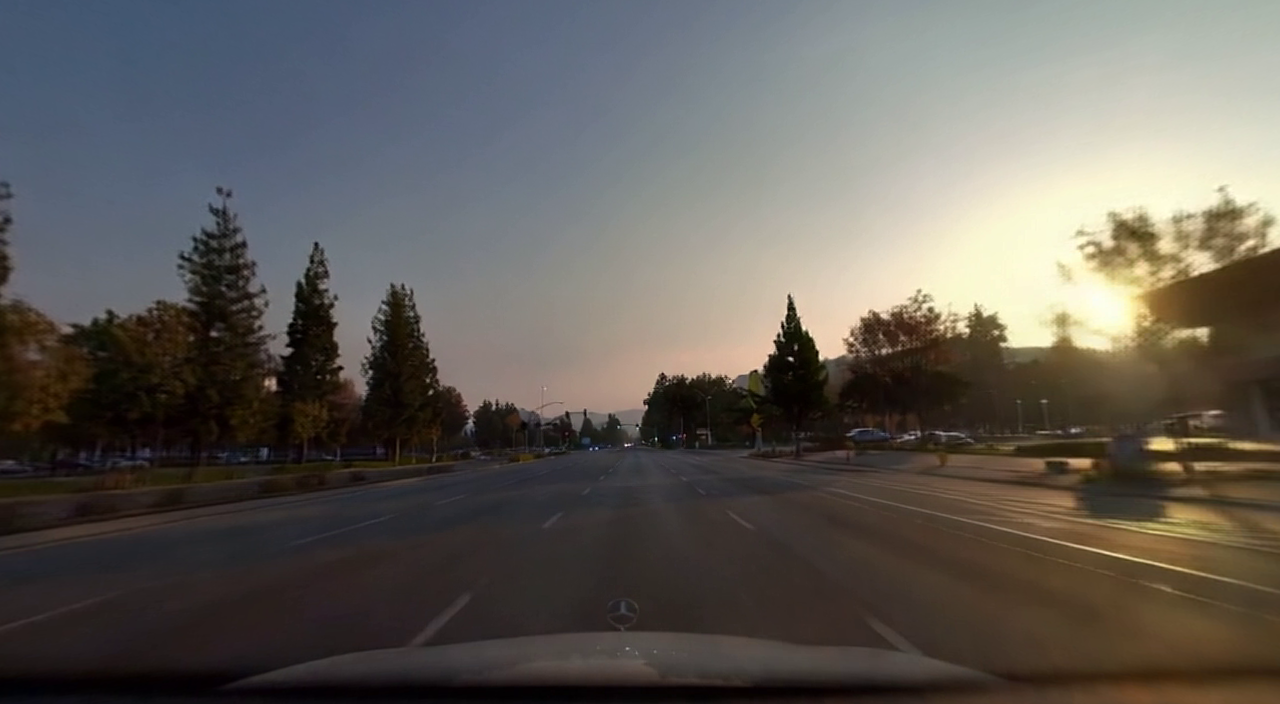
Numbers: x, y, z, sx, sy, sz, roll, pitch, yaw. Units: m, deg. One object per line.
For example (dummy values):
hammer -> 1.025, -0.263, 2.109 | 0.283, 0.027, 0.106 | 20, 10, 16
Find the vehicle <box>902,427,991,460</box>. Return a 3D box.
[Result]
vehicle -> 23.272, 6.937, 48.081 | 5.460, 1.980, 2.188 | -5, -8, 1
